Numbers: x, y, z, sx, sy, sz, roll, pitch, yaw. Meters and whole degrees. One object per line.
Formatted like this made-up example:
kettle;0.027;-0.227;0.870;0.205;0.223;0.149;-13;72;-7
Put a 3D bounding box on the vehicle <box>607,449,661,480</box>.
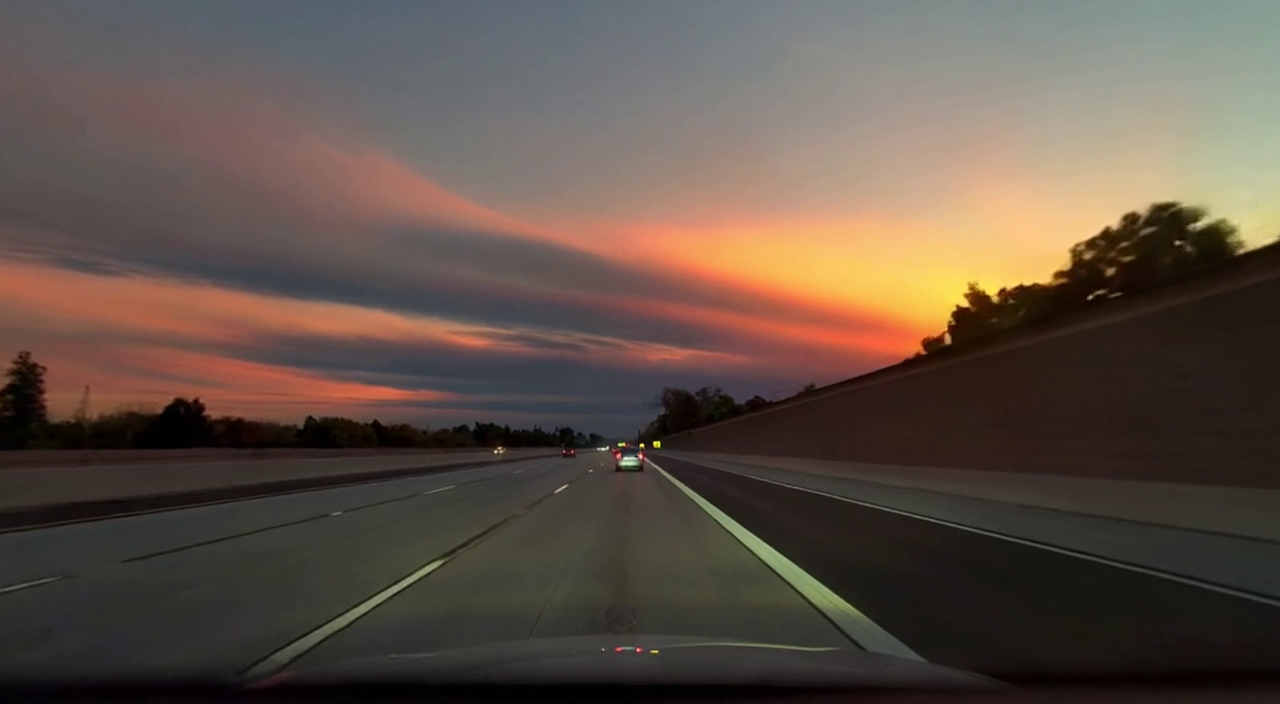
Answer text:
vehicle;-0.335;5.412;30.546;2.398;1.336;5.698;0;-9;-1
